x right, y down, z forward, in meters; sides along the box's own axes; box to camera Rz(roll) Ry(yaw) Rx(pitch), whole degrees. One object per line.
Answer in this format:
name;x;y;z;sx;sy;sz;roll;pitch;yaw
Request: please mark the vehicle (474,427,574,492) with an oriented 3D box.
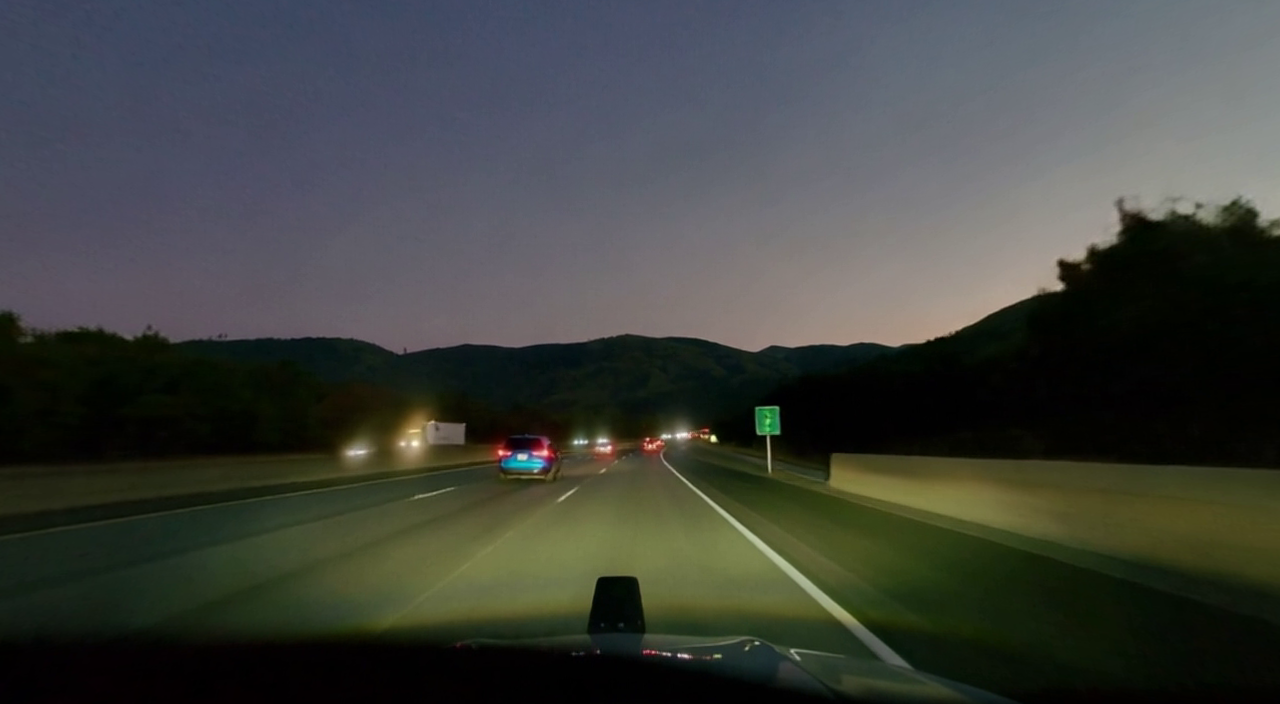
vehicle;-3.373;3.227;19.281;2.138;1.718;4.415;0;-8;1
